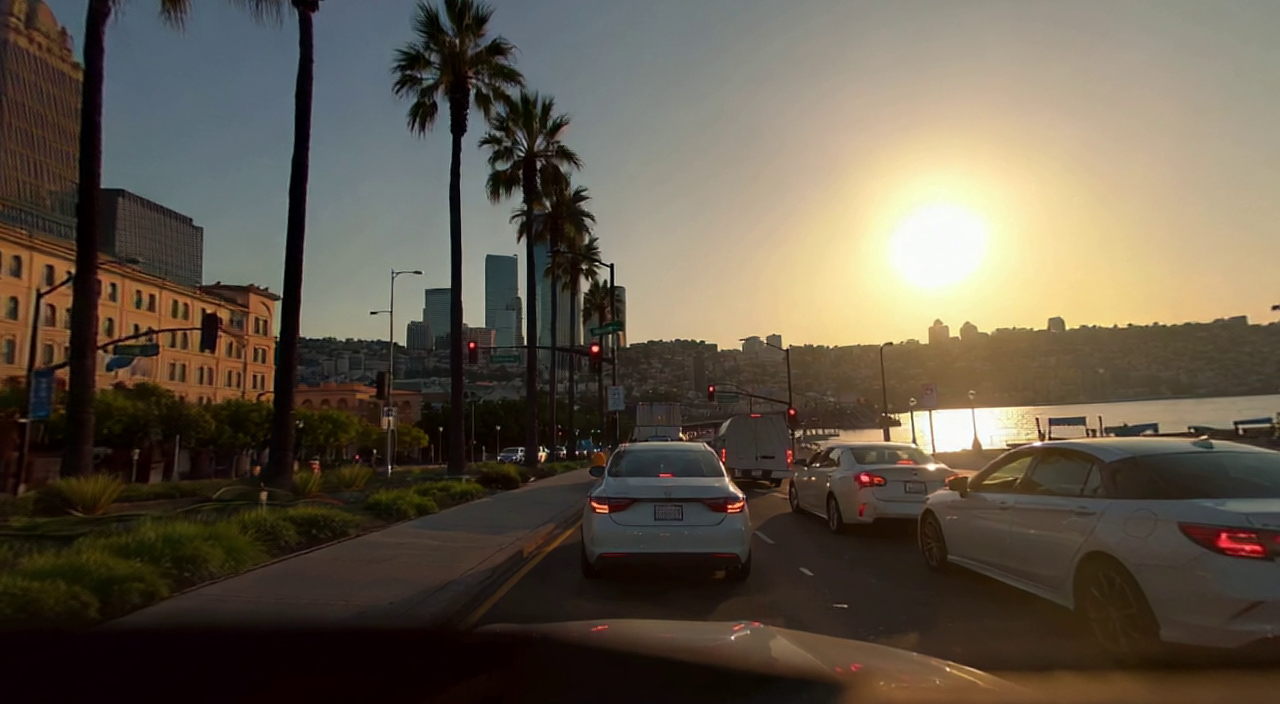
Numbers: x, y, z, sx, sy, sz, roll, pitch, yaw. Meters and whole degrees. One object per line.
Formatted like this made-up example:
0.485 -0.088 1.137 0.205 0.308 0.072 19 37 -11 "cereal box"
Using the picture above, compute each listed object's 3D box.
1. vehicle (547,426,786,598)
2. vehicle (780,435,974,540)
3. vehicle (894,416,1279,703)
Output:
0.263 1.698 7.486 2.093 1.503 3.681 0 -9 1 "vehicle"
3.893 2.285 11.325 1.920 1.490 4.417 -1 -9 2 "vehicle"
3.912 1.360 5.091 1.913 1.469 4.425 0 -9 1 "vehicle"
